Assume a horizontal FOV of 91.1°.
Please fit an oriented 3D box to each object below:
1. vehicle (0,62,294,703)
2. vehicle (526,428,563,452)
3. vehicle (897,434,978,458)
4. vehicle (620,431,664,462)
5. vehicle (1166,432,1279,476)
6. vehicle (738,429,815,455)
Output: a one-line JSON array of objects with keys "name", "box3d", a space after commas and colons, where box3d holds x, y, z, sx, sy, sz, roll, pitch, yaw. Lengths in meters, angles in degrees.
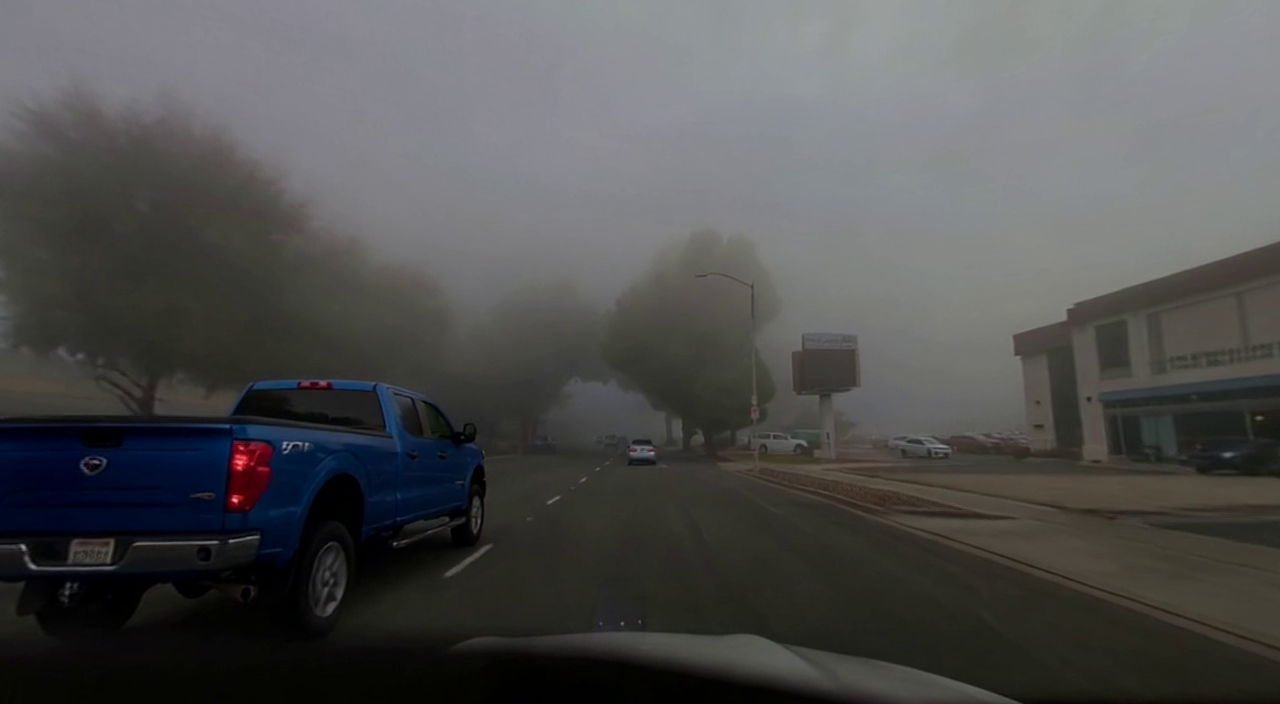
[{"name": "vehicle", "box3d": [-3.508, 0.170, 1.028, 2.733, 2.495, 5.037, 0, -8, 3]}, {"name": "vehicle", "box3d": [-7.493, 6.964, 49.709, 2.146, 1.788, 5.153, 0, -8, 0]}, {"name": "vehicle", "box3d": [20.783, 6.528, 43.852, 4.836, 1.567, 2.051, -5, -9, 31]}, {"name": "vehicle", "box3d": [0.109, 5.049, 33.662, 2.191, 1.530, 4.470, 0, -8, 0]}, {"name": "vehicle", "box3d": [22.080, 3.633, 22.614, 4.437, 1.485, 2.027, -5, -9, 30]}, {"name": "vehicle", "box3d": [9.586, 6.335, 44.152, 5.109, 1.735, 1.997, 4, -9, -25]}]
